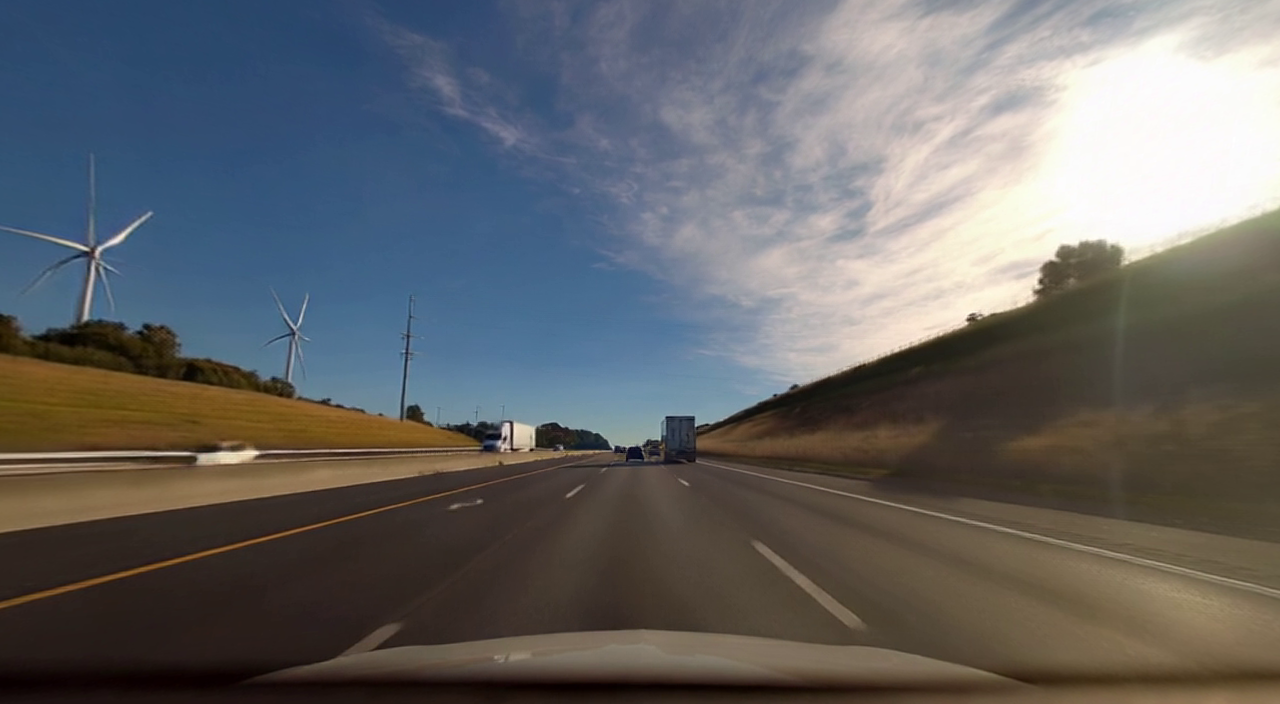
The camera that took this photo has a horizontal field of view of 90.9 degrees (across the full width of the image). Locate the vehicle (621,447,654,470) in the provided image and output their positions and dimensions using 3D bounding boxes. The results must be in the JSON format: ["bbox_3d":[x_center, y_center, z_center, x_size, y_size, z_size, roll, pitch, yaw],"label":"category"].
[{"bbox_3d":[-0.190,7.265,43.150,2.209,1.453,3.695,0,-9,-1],"label":"vehicle"}]
